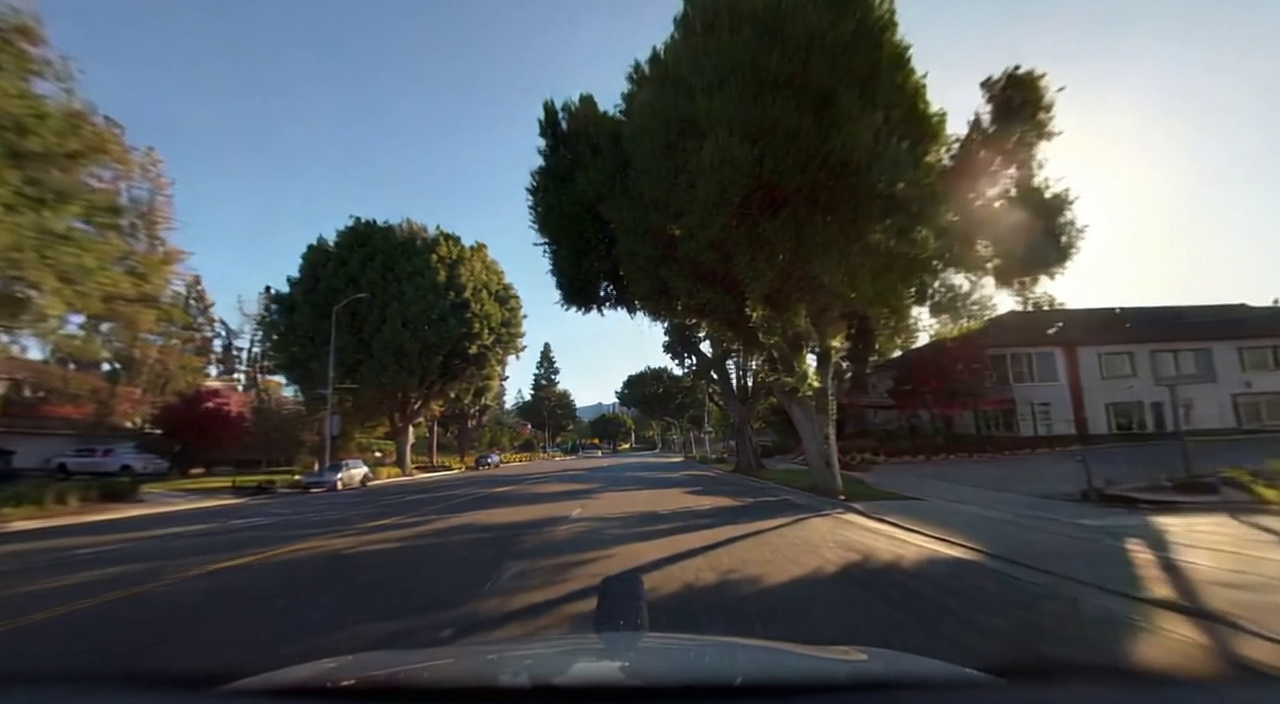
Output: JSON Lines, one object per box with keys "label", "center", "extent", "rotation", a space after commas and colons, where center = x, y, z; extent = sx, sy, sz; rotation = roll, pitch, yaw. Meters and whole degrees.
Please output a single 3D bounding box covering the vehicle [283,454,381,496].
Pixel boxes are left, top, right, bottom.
{"label": "vehicle", "center": [-12.995, 5.172, 26.995], "extent": [1.859, 1.496, 4.390], "rotation": [-4, -9, 2]}
